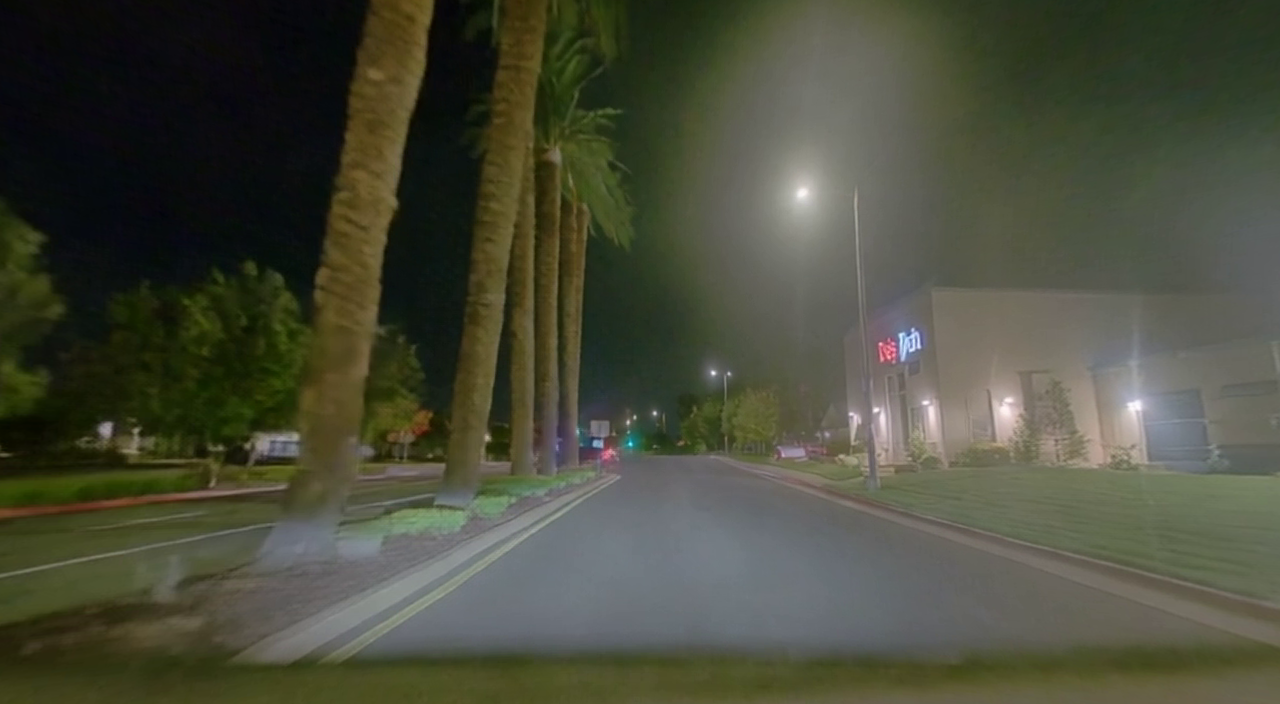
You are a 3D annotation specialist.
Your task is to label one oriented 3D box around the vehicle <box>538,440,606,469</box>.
[{"bbox_3d":[-4.749,7.028,43.649,4.651,1.863,2.174,-8,-12,43],"label":"vehicle"}]
